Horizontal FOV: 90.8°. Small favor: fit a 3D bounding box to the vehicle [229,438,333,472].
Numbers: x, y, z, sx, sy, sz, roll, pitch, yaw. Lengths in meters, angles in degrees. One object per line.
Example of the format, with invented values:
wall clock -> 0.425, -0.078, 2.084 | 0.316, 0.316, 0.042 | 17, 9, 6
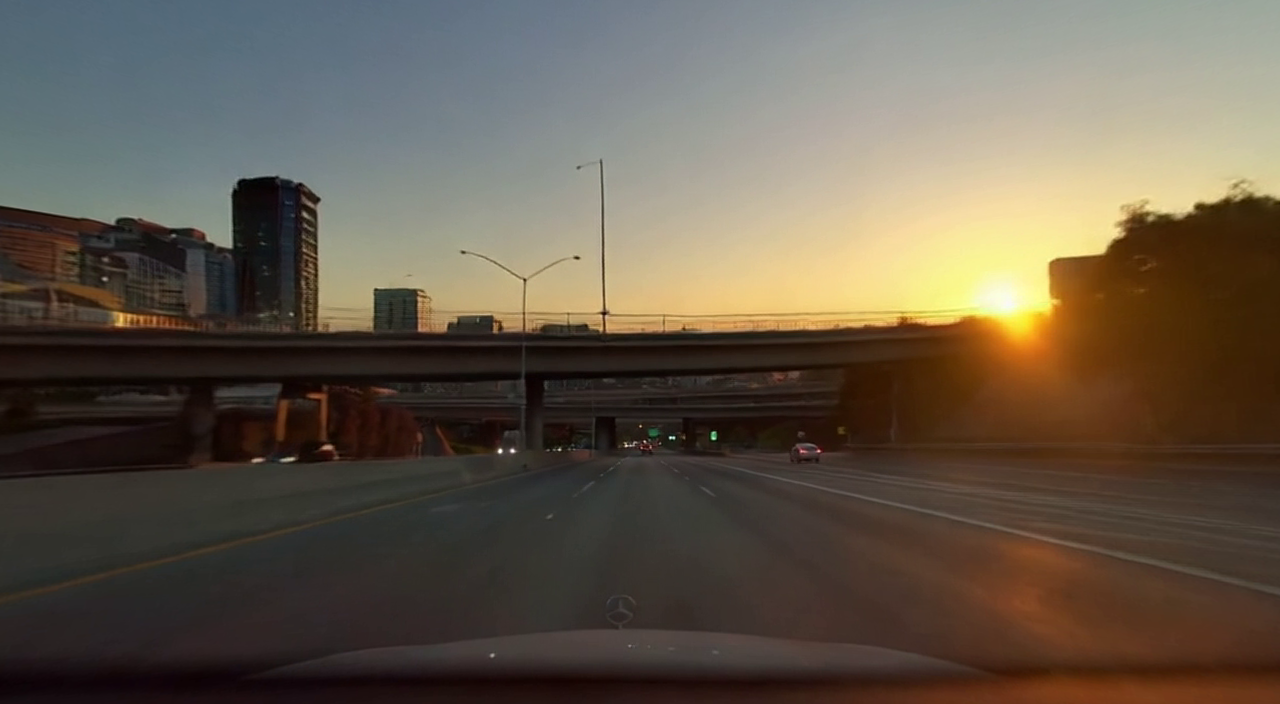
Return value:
vehicle -> -21.590, 6.237, 38.456 | 2.678, 1.869, 6.291 | 0, -9, 0
